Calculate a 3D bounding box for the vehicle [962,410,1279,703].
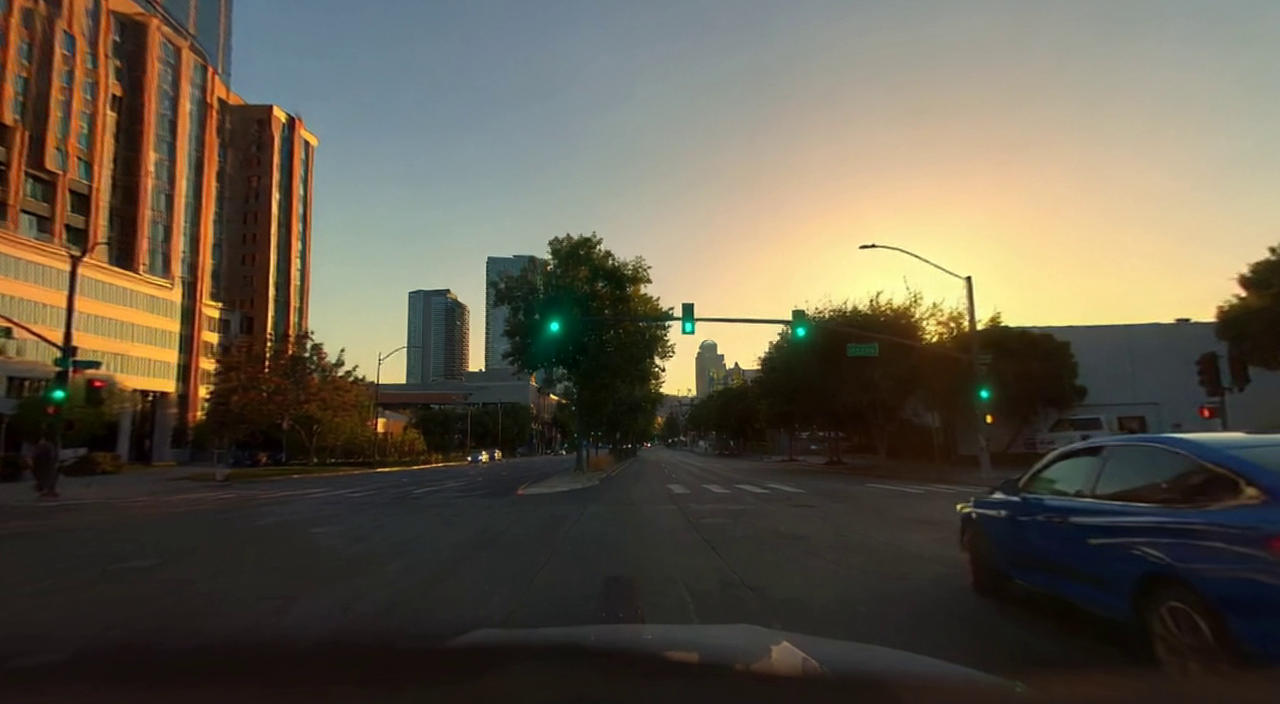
[{"bbox_3d":[3.049,0.861,1.618,2.015,1.455,4.615,0,-9,0],"label":"vehicle"}]
